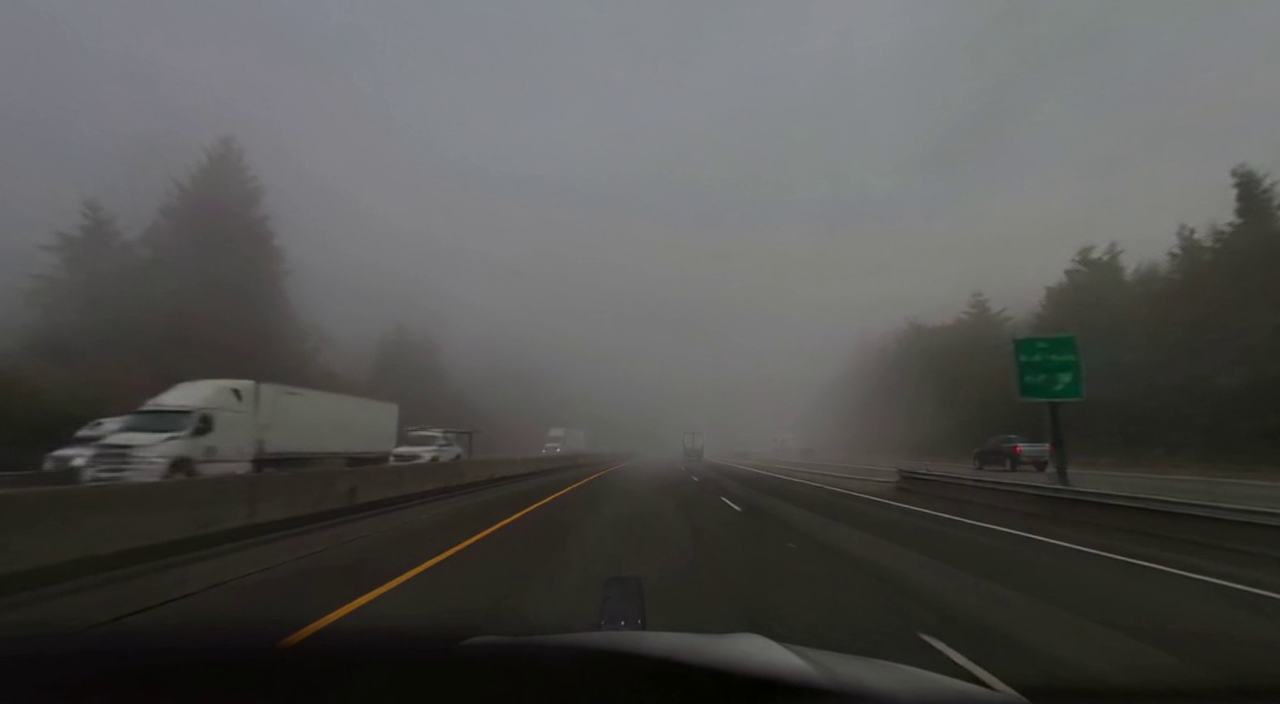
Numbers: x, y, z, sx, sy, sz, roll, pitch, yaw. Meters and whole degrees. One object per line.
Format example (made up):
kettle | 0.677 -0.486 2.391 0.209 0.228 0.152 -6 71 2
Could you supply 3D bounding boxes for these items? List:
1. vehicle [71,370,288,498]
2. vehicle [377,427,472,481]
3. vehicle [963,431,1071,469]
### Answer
vehicle | -16.052 3.001 22.690 3.020 3.974 5.799 -1 -9 3
vehicle | -10.956 5.270 32.756 2.432 2.513 6.181 -1 -9 3
vehicle | 18.770 4.922 31.628 2.061 1.776 4.476 2 -9 -11
